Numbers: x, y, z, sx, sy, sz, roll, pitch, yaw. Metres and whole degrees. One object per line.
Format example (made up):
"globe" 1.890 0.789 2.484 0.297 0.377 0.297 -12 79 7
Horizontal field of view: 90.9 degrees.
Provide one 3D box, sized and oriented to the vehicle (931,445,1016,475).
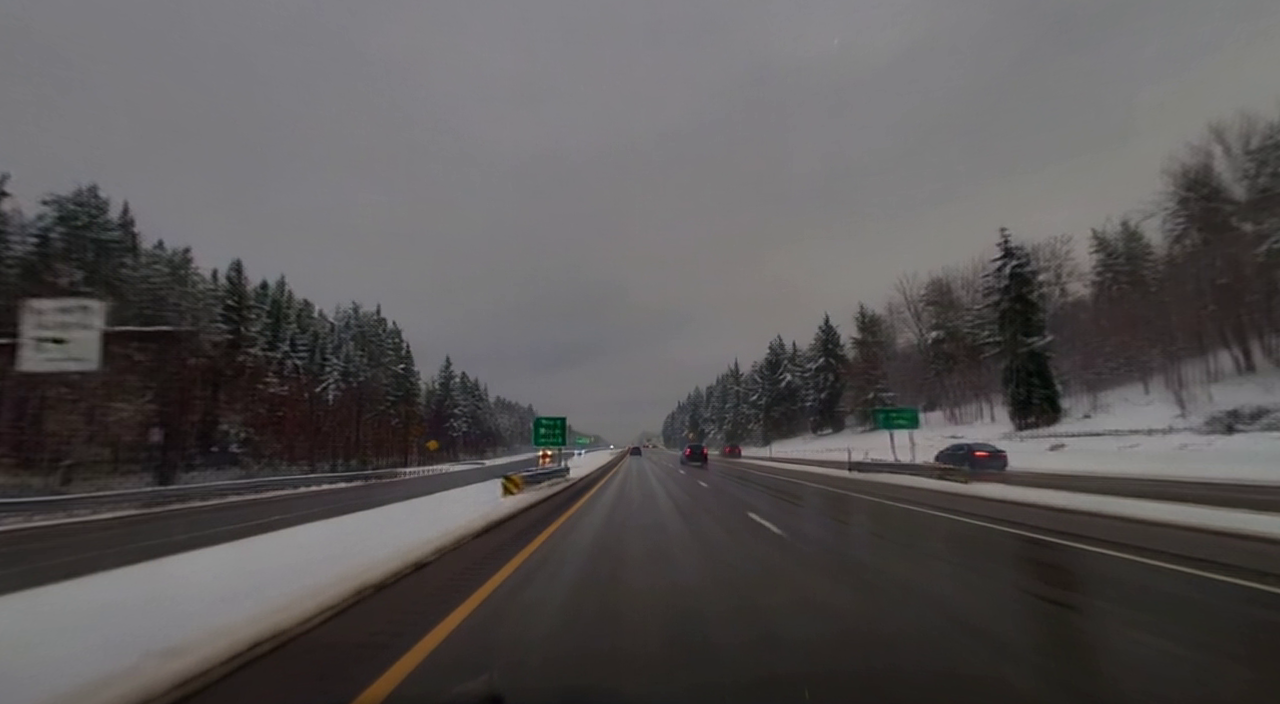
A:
"vehicle" 16.489 5.362 31.375 1.926 1.386 3.719 1 -9 -6
